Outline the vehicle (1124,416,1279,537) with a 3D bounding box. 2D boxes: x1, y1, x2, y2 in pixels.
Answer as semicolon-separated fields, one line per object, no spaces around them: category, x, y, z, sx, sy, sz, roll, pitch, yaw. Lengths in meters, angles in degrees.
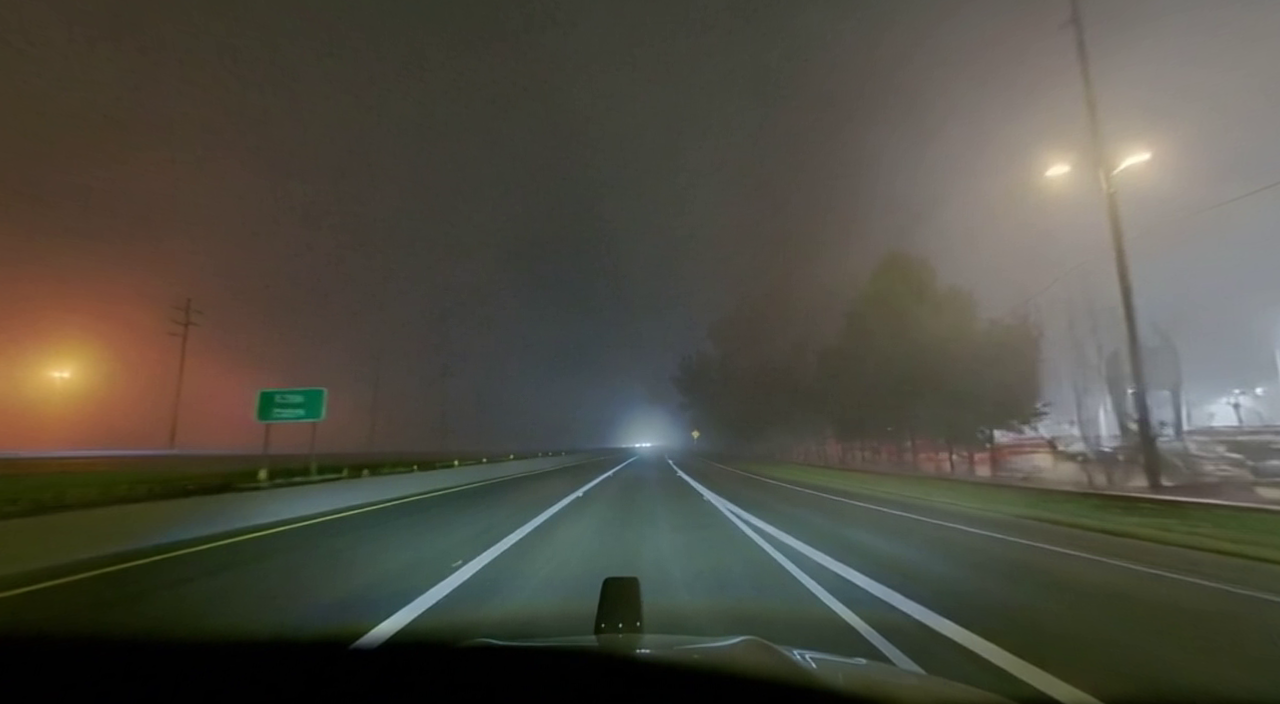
vehicle;18.592;3.229;17.428;7.989;2.900;2.994;-1;-8;-5
